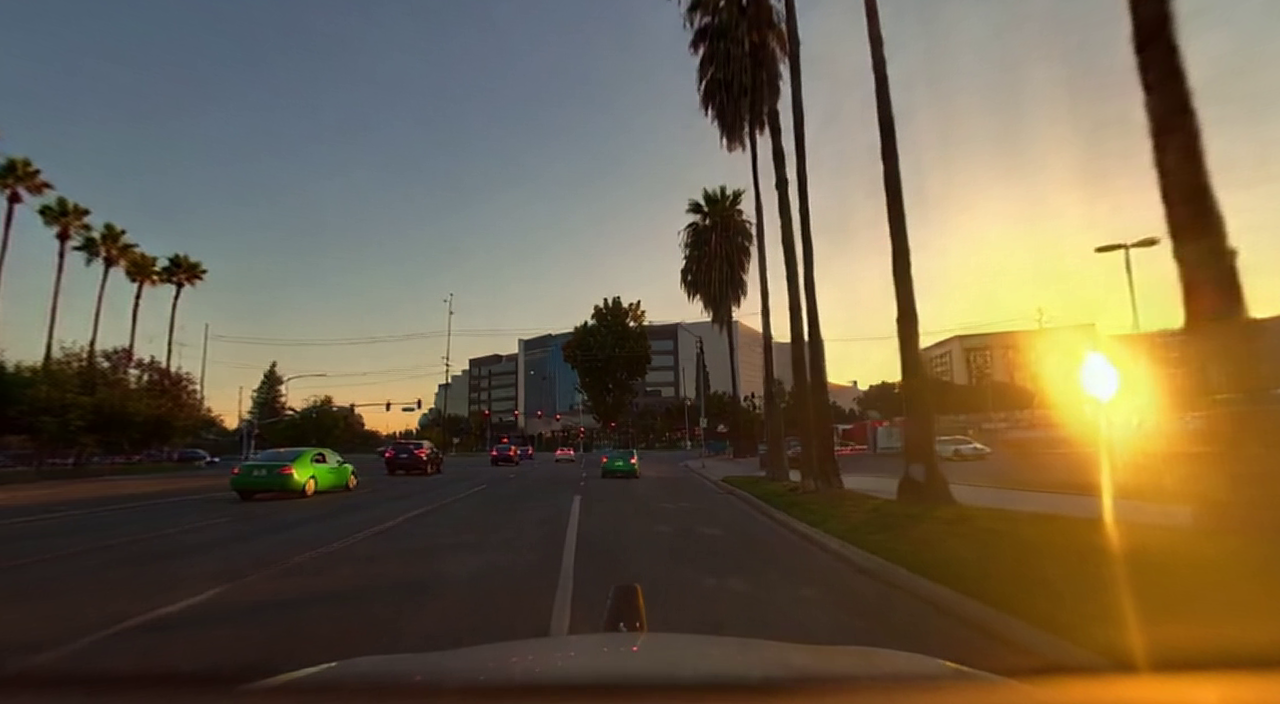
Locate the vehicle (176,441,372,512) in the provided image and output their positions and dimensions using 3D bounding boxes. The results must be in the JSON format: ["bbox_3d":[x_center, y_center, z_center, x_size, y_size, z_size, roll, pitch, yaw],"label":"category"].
[{"bbox_3d":[-8.499,2.906,15.293,1.958,1.455,4.504,0,-9,1],"label":"vehicle"}]

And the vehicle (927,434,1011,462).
[{"bbox_3d":[18.803,5.575,36.377,1.882,1.463,4.550,2,-10,-8],"label":"vehicle"}]

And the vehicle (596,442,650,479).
[{"bbox_3d":[-0.655,4.786,28.153,2.070,1.493,4.570,0,-9,3],"label":"vehicle"}]

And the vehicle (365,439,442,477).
[{"bbox_3d":[-11.337,5.113,30.715,2.108,1.669,5.076,1,-9,-5],"label":"vehicle"}]
